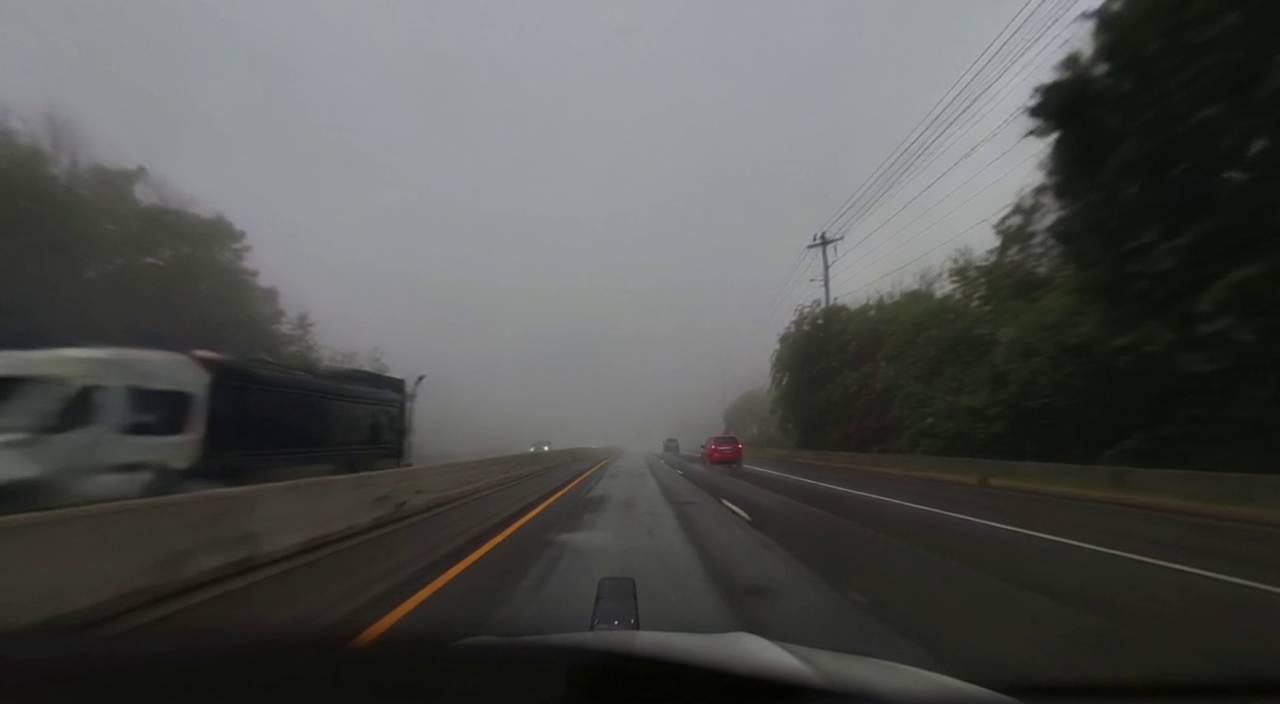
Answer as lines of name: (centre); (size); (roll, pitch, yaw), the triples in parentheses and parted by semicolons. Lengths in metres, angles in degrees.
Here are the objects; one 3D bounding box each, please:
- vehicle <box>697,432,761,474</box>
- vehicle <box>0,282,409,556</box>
vehicle: (3.605, 4.211, 26.424); (1.977, 1.581, 4.428); (-1, -8, -1)
vehicle: (-11.105, 2.127, 17.560); (3.267, 4.085, 16.559); (-1, -8, -1)
